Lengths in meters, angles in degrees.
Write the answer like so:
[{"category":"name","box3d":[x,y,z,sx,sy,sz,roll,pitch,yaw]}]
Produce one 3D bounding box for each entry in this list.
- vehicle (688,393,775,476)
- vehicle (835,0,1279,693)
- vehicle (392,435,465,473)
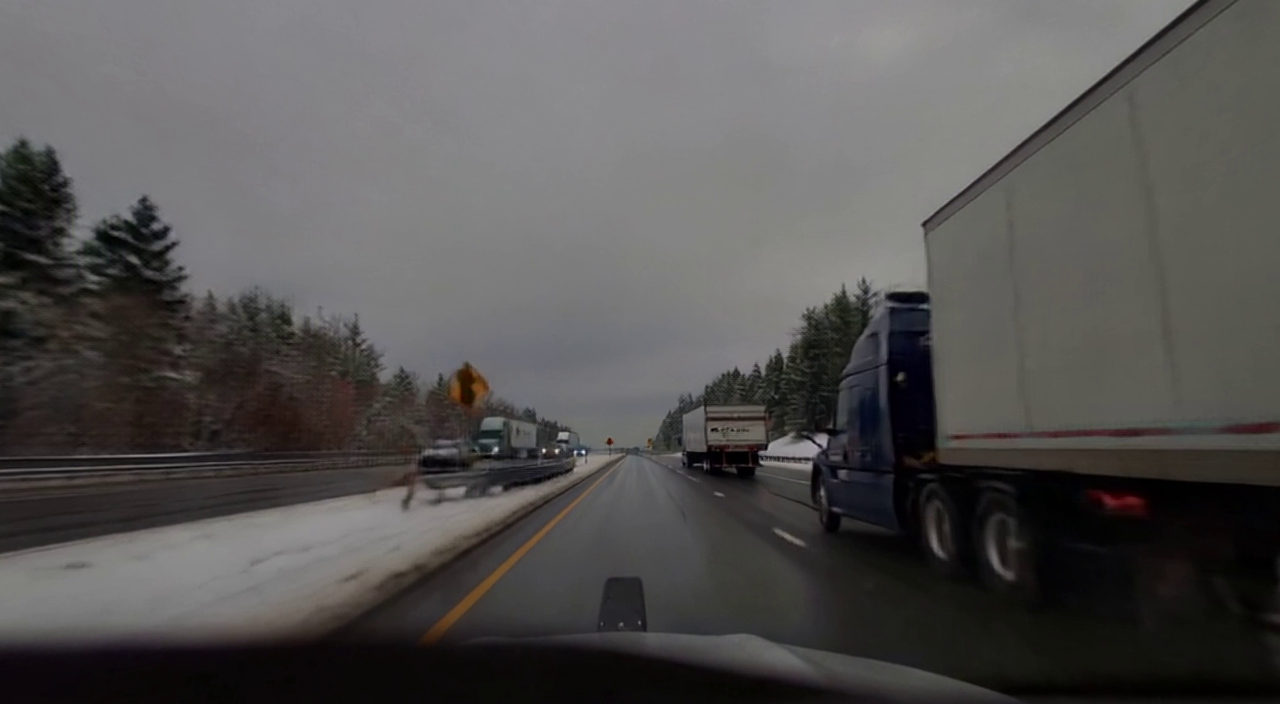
[{"category":"vehicle","box3d":[5.023,5.134,38.094,2.983,4.030,14.444,0,-9,0]},{"category":"vehicle","box3d":[4.981,-0.117,3.973,2.929,4.093,14.258,0,-9,0]},{"category":"vehicle","box3d":[-9.944,4.826,29.963,1.858,1.645,4.182,0,-9,2]}]
